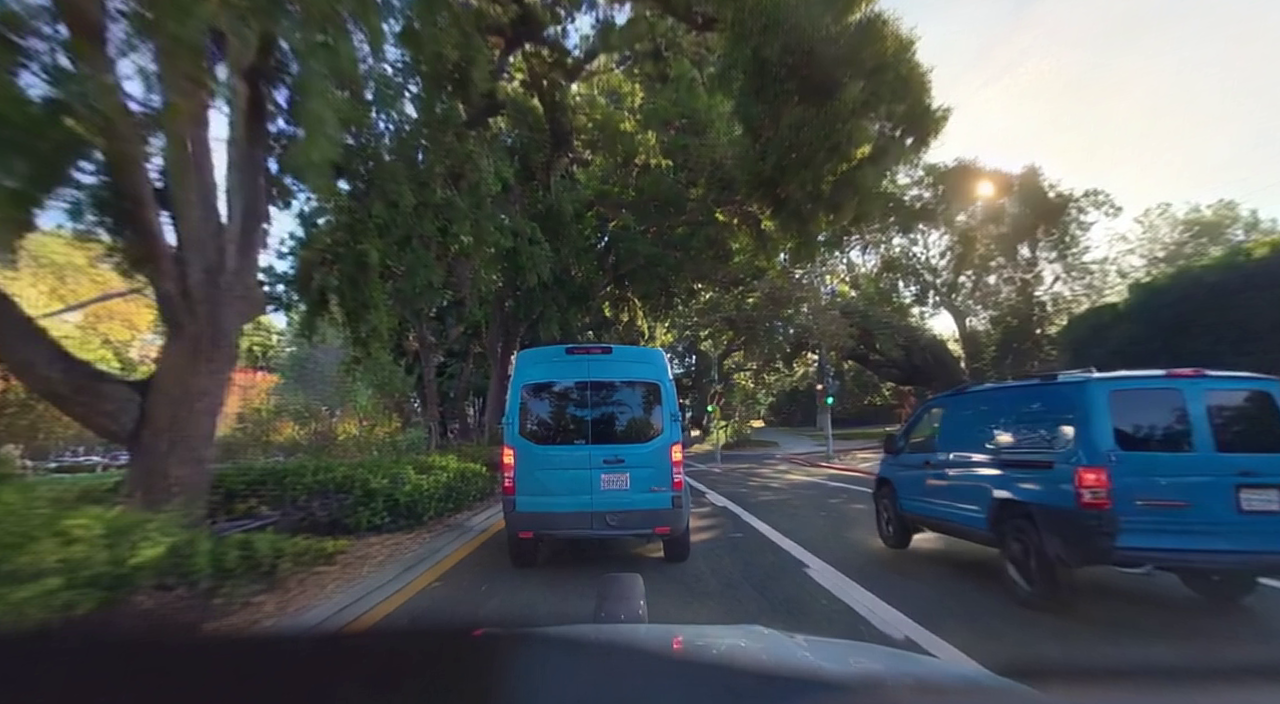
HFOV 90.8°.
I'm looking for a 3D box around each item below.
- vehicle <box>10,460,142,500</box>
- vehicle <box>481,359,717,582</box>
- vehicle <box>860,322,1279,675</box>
[{"bbox_3d":[-27.030,6.082,30.351,4.857,1.729,2.029,-2,-9,11],"label":"vehicle"},{"bbox_3d":[-0.340,1.398,8.028,2.145,2.046,4.309,0,-9,1],"label":"vehicle"},{"bbox_3d":[3.629,1.053,5.406,1.988,1.873,3.968,0,-9,-1],"label":"vehicle"}]
